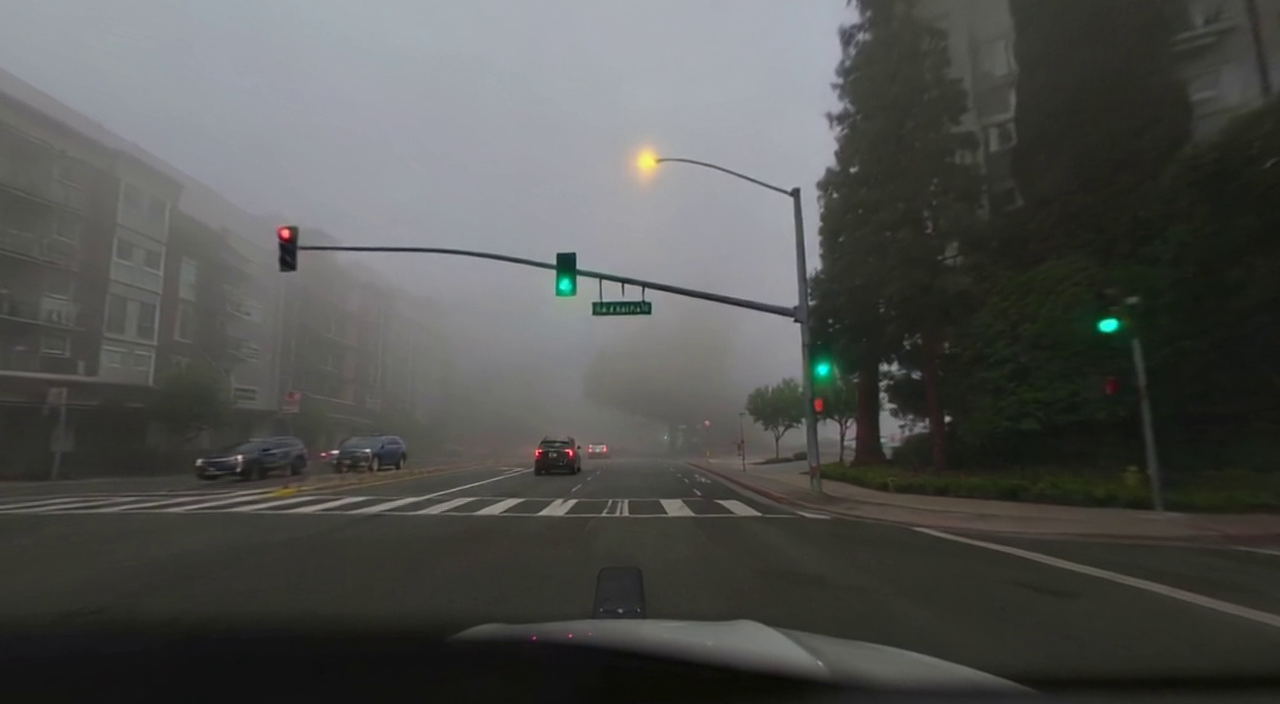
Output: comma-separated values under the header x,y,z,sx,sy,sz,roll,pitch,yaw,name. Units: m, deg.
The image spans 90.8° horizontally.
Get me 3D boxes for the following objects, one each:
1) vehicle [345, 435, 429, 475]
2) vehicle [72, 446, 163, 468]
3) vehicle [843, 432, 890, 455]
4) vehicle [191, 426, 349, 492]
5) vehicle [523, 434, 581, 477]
x,y,z,sx,sy,sz,roll,pitch,yaw,name
-11.724,4.784,29.636,2.040,1.707,4.522,0,-8,1,vehicle
-36.181,7.286,43.837,4.518,1.469,1.940,1,-9,-1,vehicle
17.512,7.029,49.032,1.995,1.554,4.943,-4,-7,3,vehicle
-11.883,3.466,20.906,2.105,1.759,5.403,-3,-8,-1,vehicle
-3.815,4.531,28.073,1.959,1.741,4.141,0,-8,0,vehicle
